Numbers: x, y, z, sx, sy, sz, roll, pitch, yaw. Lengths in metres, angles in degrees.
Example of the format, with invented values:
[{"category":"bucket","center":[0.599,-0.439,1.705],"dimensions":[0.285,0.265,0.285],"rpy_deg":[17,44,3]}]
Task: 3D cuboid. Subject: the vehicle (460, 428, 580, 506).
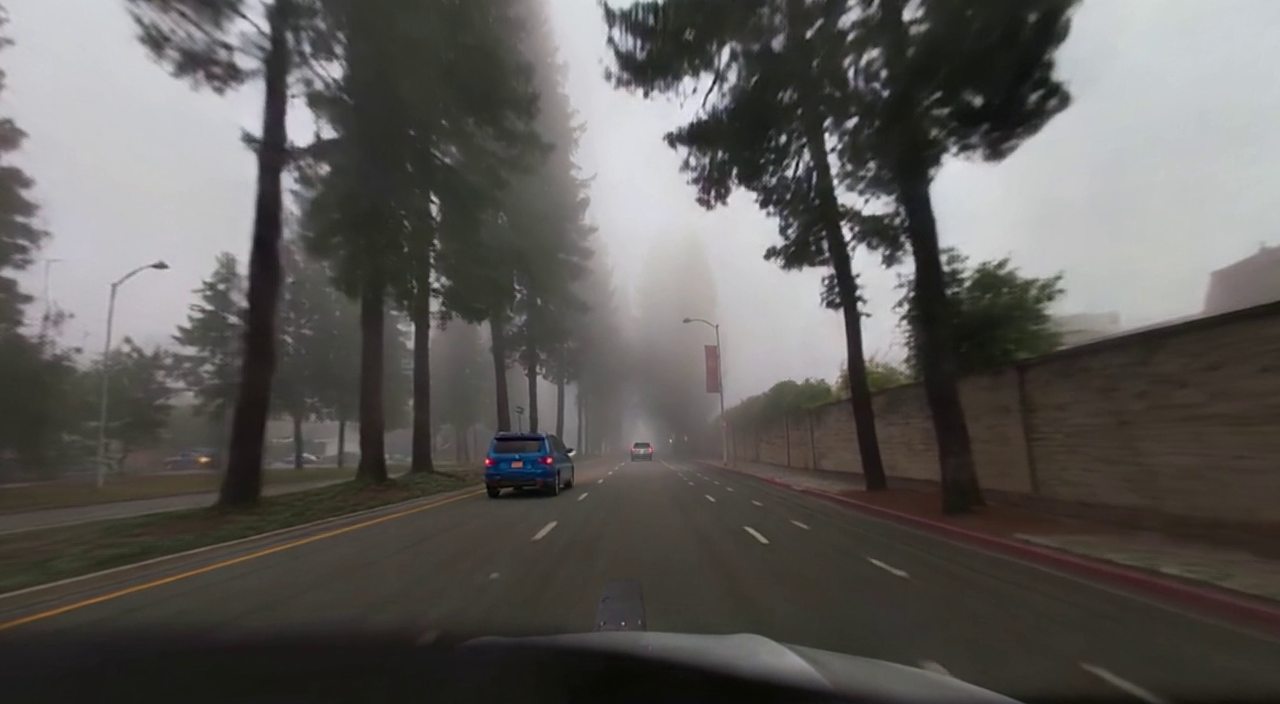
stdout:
[{"category":"vehicle","center":[-3.093,3.097,17.414],"dimensions":[2.281,1.837,4.845],"rpy_deg":[0,-9,1]}]
